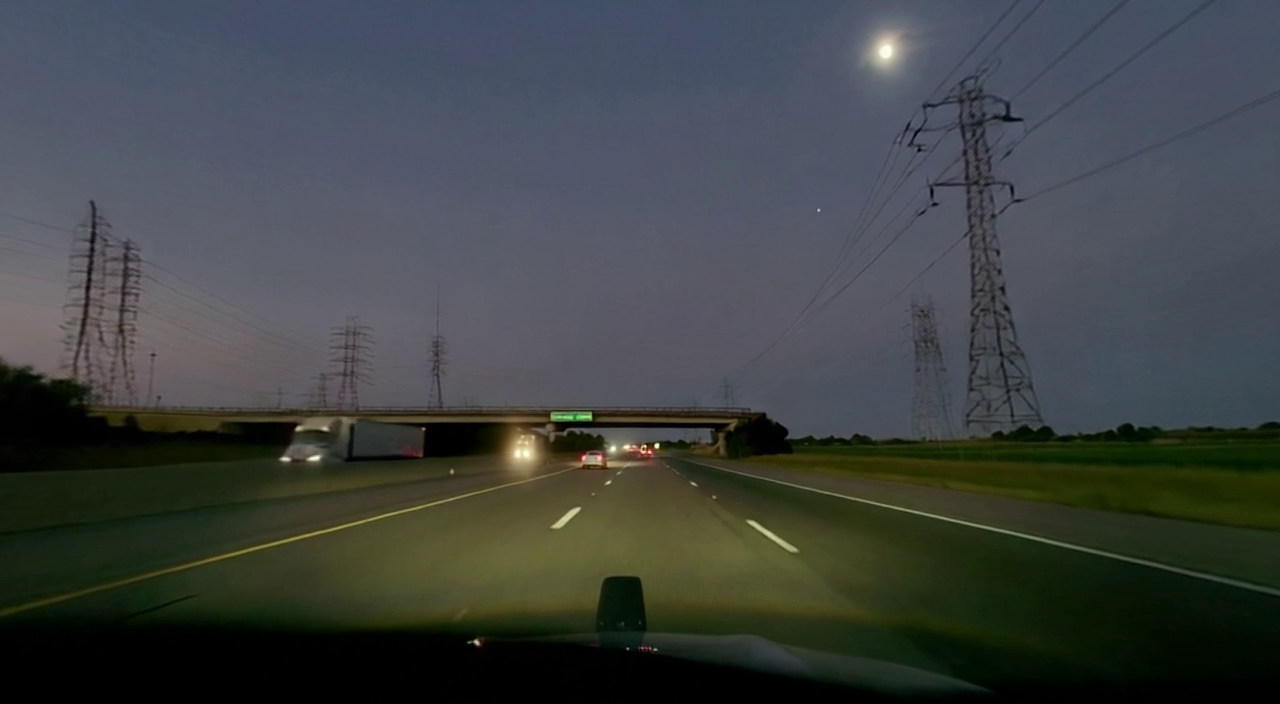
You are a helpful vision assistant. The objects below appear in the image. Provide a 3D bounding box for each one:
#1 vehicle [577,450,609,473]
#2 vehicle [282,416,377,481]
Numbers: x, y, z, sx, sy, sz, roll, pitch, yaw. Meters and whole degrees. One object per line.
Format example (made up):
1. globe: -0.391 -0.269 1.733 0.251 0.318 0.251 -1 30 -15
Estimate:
1. vehicle: -3.321 7.829 45.336 1.924 1.550 4.165 0 -9 1
2. vehicle: -19.846 6.224 40.802 2.978 3.864 6.144 0 -8 -1
